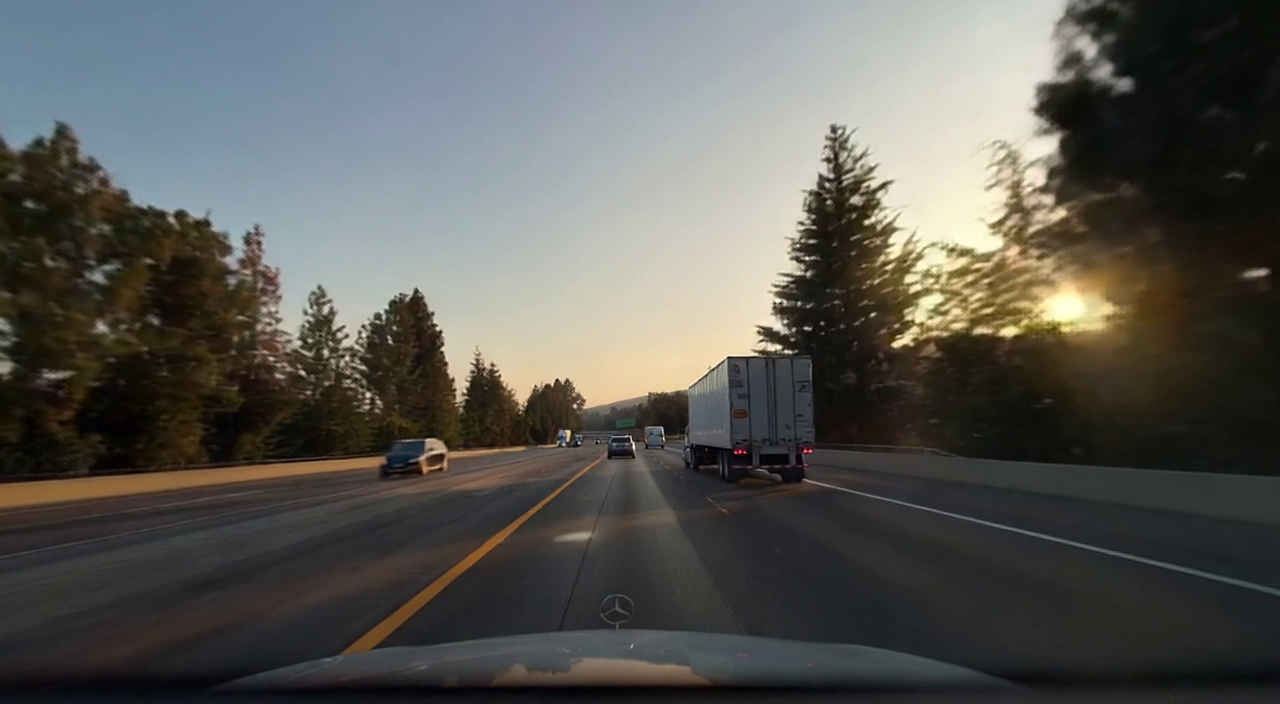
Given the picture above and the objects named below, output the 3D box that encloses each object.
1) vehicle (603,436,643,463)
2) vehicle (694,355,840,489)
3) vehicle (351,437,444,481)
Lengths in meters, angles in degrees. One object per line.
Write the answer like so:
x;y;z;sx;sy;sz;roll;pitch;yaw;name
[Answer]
-1.003;5.734;37.259;2.259;1.466;3.693;0;-8;-1;vehicle
3.695;2.371;20.814;2.921;3.526;8.207;0;-8;-1;vehicle
-9.728;4.277;25.742;1.990;1.588;4.607;0;-8;-1;vehicle
